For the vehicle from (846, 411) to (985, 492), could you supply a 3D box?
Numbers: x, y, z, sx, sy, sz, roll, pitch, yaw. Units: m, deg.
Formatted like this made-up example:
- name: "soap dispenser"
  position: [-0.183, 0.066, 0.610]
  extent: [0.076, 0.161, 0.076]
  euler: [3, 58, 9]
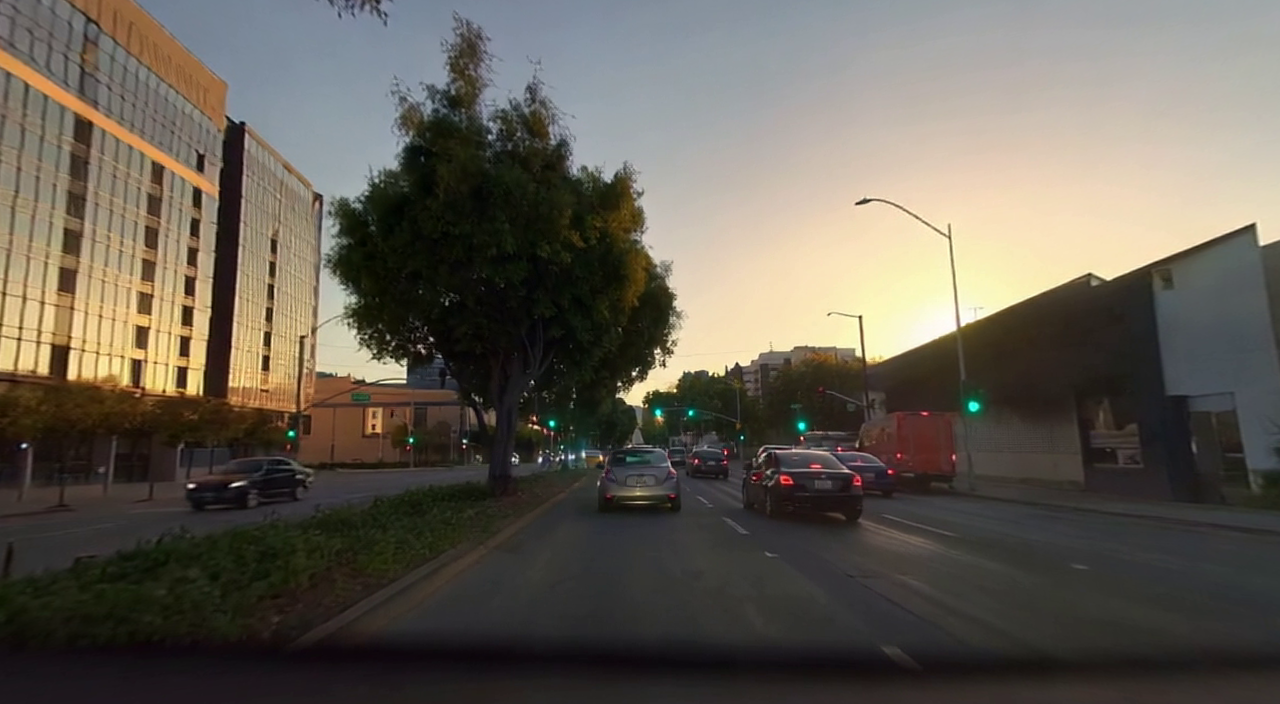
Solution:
- name: "vehicle"
  position: [10.083, 3.735, 23.956]
  extent: [2.238, 2.594, 6.607]
  euler: [0, -8, 0]

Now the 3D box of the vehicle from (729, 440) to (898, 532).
- name: "vehicle"
  position: [3.171, 2.539, 12.691]
  extent: [1.995, 1.483, 4.533]
  euler: [0, -8, -2]

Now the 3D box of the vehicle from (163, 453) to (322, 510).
- name: "vehicle"
  position: [-12.280, 3.991, 19.997]
  extent: [2.020, 1.533, 4.620]
  euler: [0, -8, 0]

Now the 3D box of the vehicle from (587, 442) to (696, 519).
- name: "vehicle"
  position: [-0.019, 2.812, 14.436]
  extent: [2.105, 1.474, 4.127]
  euler: [0, -8, -1]

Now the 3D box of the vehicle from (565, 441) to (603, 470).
- name: "vehicle"
  position: [-4.008, 7.507, 46.072]
  extent: [2.326, 1.958, 5.183]
  euler: [0, -8, 0]
